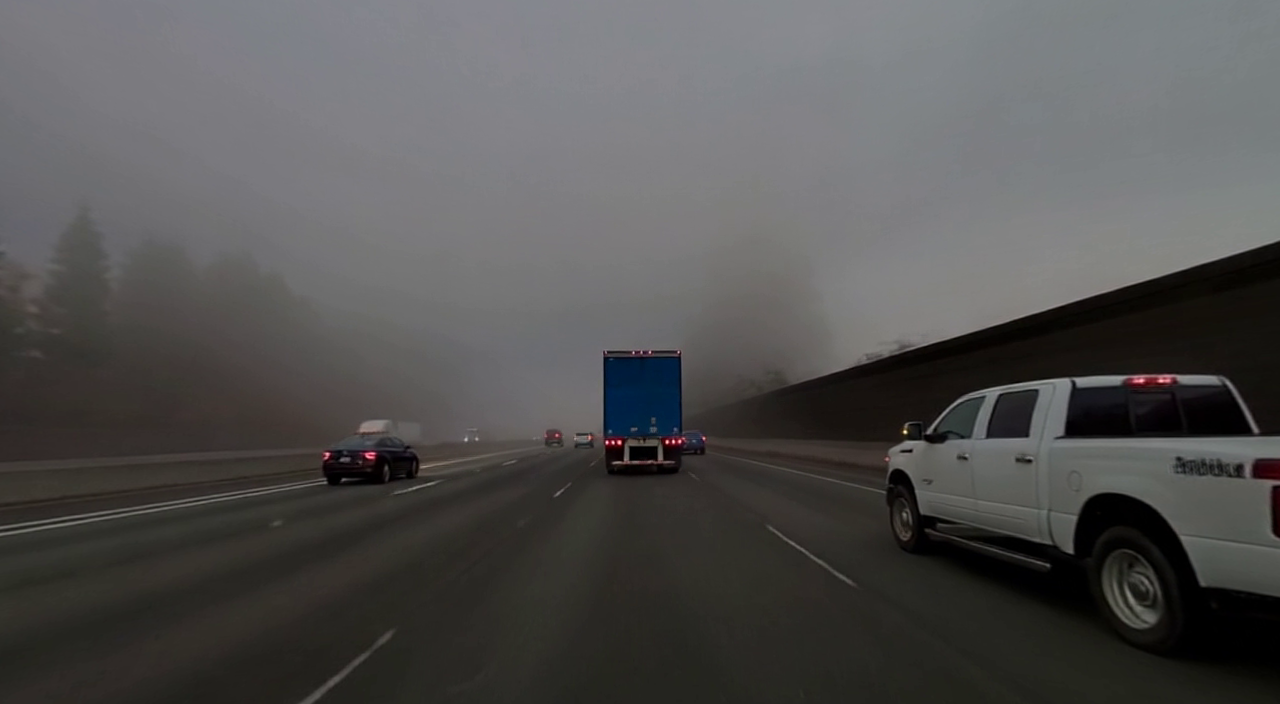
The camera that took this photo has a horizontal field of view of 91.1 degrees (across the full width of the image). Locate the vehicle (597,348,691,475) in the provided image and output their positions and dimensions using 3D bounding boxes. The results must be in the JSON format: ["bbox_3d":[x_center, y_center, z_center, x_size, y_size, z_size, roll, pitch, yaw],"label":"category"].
[{"bbox_3d":[-0.158,2.512,24.736,2.904,3.915,10.473,0,-8,-3],"label":"vehicle"}]

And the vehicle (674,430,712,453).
[{"bbox_3d":[3.641,6.194,43.798,2.044,1.508,4.716,0,-8,-2],"label":"vehicle"}]

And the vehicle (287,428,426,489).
[{"bbox_3d":[-7.740,2.913,17.645,2.059,1.500,4.001,0,-8,-1],"label":"vehicle"}]

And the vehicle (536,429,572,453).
[{"bbox_3d":[-6.072,6.315,44.730,2.134,1.650,4.133,0,-8,-2],"label":"vehicle"}]

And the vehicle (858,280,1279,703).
[{"bbox_3d":[3.562,0.904,4.523,2.118,1.832,4.901,0,-8,-1],"label":"vehicle"}]
